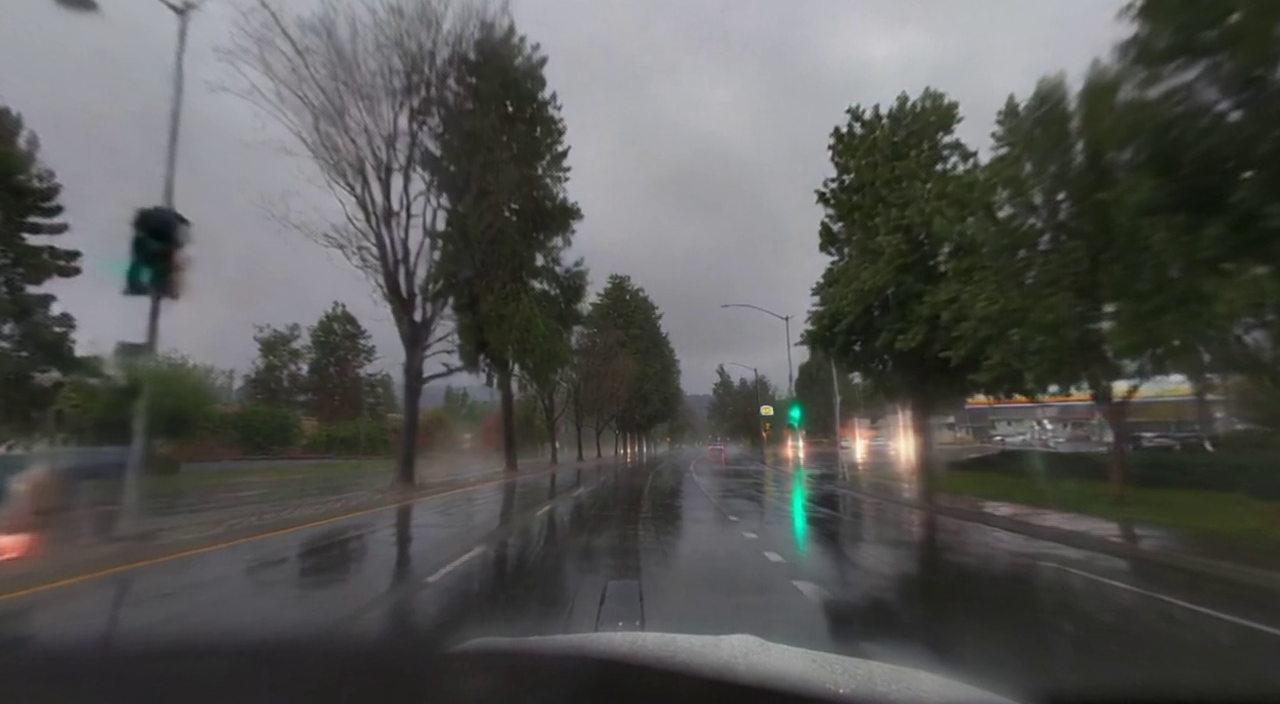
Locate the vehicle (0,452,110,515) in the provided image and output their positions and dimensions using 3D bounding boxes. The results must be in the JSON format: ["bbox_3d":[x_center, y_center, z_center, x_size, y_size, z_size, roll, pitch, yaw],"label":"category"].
[{"bbox_3d":[-18.469,3.795,18.477,1.970,1.696,4.410,-1,-9,2],"label":"vehicle"}]
